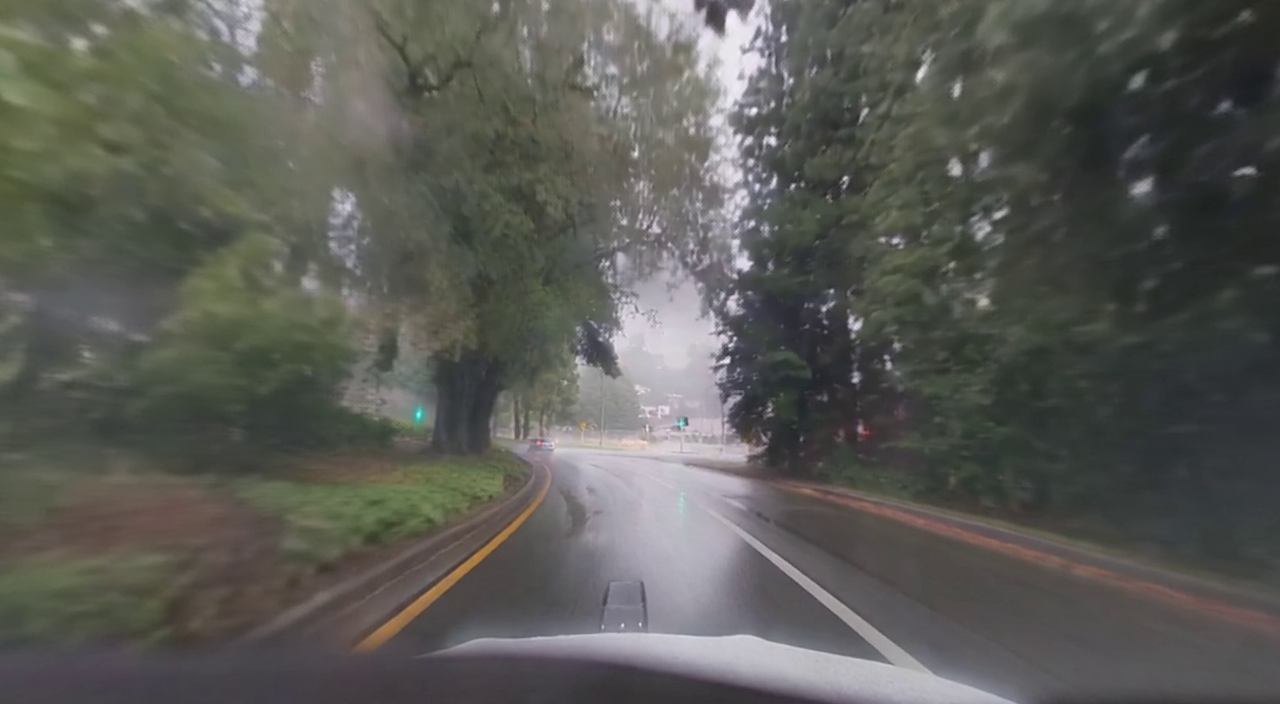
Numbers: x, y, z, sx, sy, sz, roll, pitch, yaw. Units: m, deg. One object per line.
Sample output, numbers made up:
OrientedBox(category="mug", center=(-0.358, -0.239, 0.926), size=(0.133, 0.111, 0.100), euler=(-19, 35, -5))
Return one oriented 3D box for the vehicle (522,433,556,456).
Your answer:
OrientedBox(category="vehicle", center=(-7.942, 7.247, 49.070), size=(1.947, 1.729, 4.051), euler=(3, -9, -18))
